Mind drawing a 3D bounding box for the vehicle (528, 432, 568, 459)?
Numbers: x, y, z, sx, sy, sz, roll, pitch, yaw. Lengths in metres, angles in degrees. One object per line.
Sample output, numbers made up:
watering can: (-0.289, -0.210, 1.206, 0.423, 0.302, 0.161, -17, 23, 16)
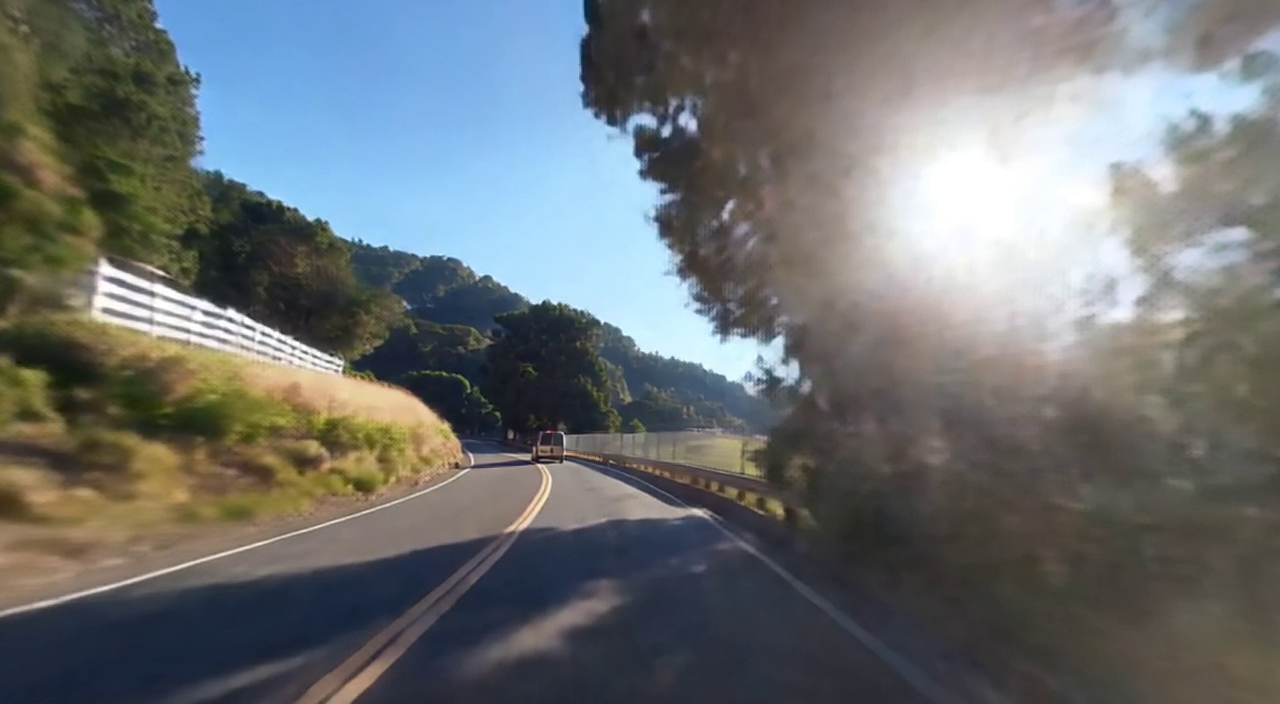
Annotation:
vehicle: (-7.197, 7.244, 48.876, 2.439, 1.912, 5.605, 2, -9, -14)
